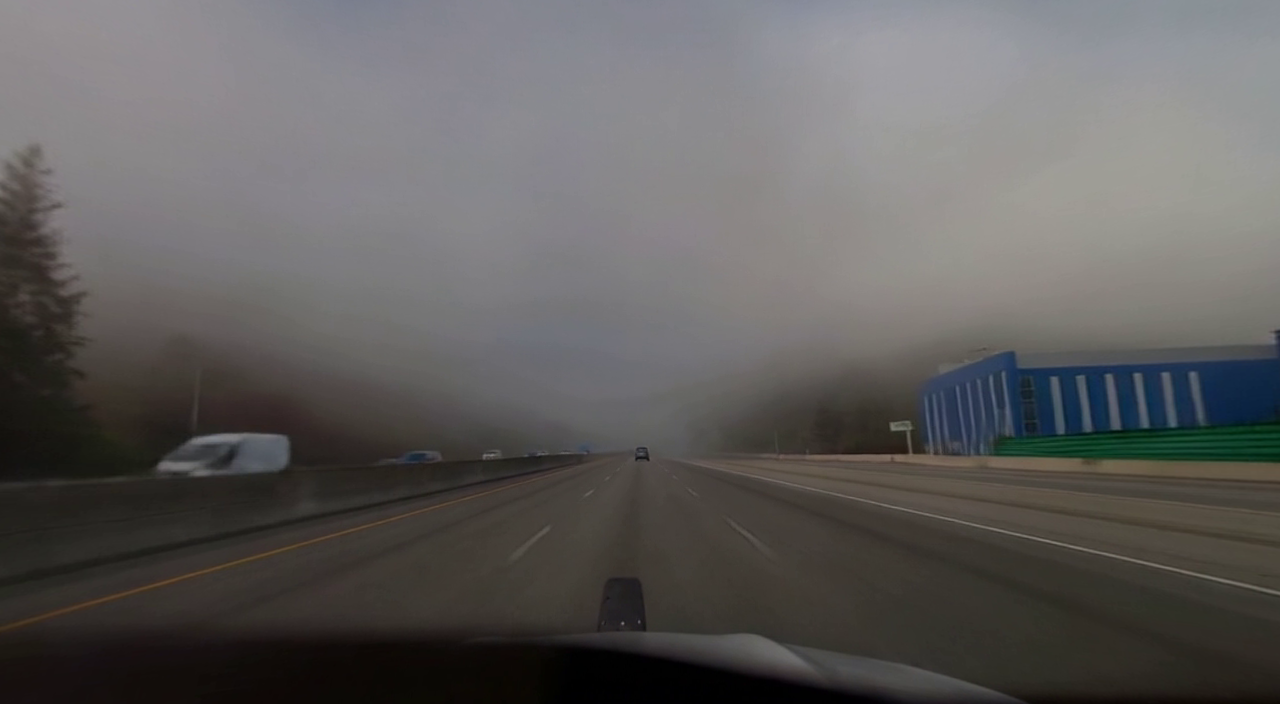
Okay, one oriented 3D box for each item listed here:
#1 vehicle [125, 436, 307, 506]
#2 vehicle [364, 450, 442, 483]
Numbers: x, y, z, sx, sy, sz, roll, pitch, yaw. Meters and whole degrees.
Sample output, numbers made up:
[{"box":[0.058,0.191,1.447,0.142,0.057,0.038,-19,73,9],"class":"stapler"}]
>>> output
[{"box":[-12.109,3.413,18.522,2.007,1.756,4.699,0,-9,1],"class":"vehicle"},{"box":[-11.377,5.527,30.683,1.974,1.445,4.605,0,-9,0],"class":"vehicle"}]
